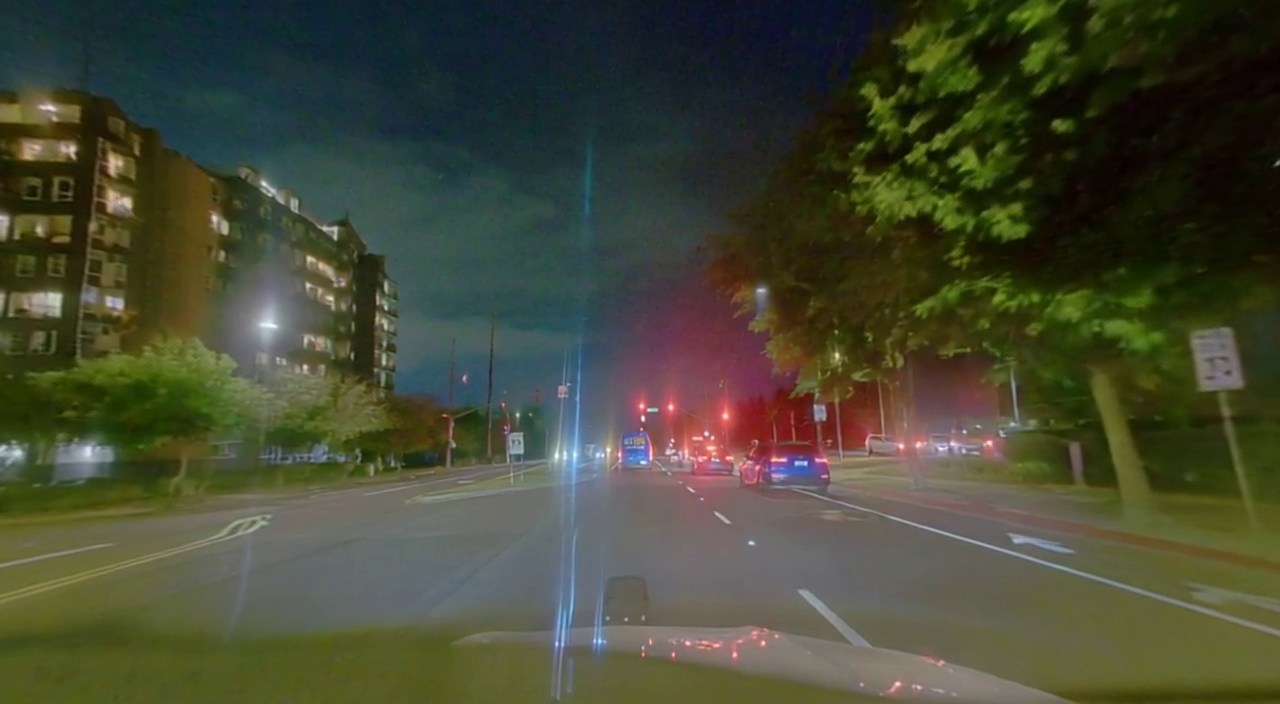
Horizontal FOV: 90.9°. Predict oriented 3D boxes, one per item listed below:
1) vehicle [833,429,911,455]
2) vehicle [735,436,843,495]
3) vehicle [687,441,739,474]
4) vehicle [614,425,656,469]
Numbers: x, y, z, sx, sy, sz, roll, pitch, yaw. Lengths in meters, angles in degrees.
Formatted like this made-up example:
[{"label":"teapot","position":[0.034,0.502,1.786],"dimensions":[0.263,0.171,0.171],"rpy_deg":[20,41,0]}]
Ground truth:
[{"label":"vehicle","position":[16.668,6.511,45.405],"dimensions":[4.842,1.792,1.963],"rpy_deg":[0,-9,0]},{"label":"vehicle","position":[4.192,3.289,18.628],"dimensions":[1.967,1.506,4.968],"rpy_deg":[0,-9,0]},{"label":"vehicle","position":[3.497,5.132,30.889],"dimensions":[1.951,1.483,4.582],"rpy_deg":[0,-9,-1]},{"label":"vehicle","position":[-0.308,5.908,39.189],"dimensions":[2.422,2.488,4.992],"rpy_deg":[0,-9,0]}]
